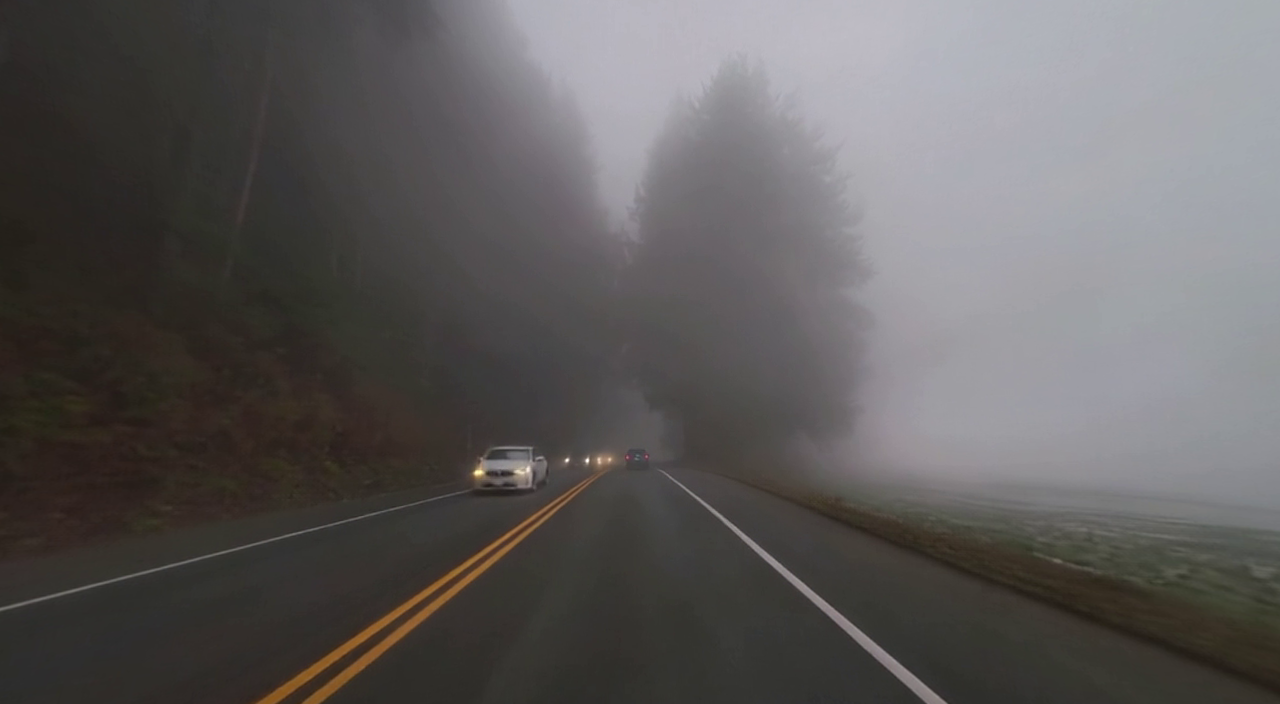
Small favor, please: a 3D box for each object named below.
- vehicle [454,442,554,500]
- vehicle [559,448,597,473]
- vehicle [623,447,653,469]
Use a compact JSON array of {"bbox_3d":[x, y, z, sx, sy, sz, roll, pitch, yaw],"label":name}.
[{"bbox_3d":[-3.894,3.479,18.899,1.987,1.526,4.205,0,-9,1],"label":"vehicle"},{"bbox_3d":[-3.877,6.862,40.325,1.981,1.486,4.348,0,-9,0],"label":"vehicle"},{"bbox_3d":[-0.171,7.649,45.620,2.067,1.486,3.861,0,-9,-1],"label":"vehicle"}]
